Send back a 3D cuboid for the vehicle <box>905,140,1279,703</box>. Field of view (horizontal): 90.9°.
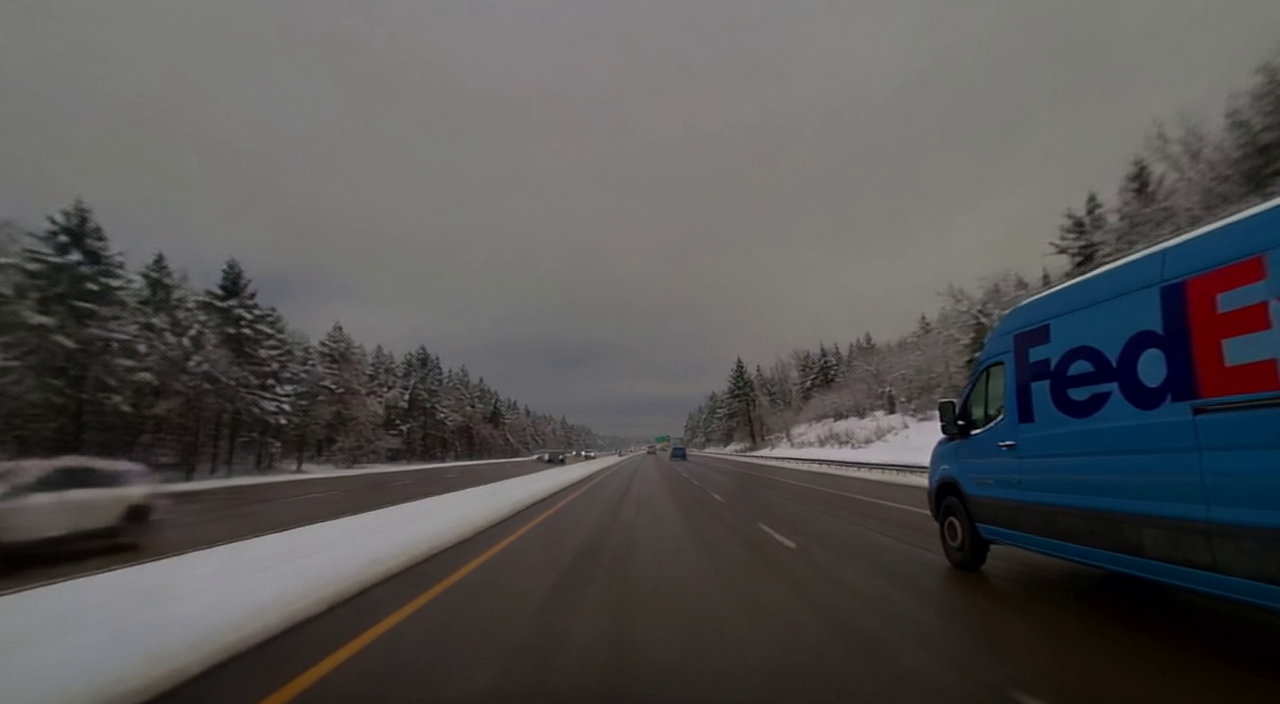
[{"bbox_3d":[3.906,0.478,3.033,2.522,2.556,6.180,0,-9,0],"label":"vehicle"}]
